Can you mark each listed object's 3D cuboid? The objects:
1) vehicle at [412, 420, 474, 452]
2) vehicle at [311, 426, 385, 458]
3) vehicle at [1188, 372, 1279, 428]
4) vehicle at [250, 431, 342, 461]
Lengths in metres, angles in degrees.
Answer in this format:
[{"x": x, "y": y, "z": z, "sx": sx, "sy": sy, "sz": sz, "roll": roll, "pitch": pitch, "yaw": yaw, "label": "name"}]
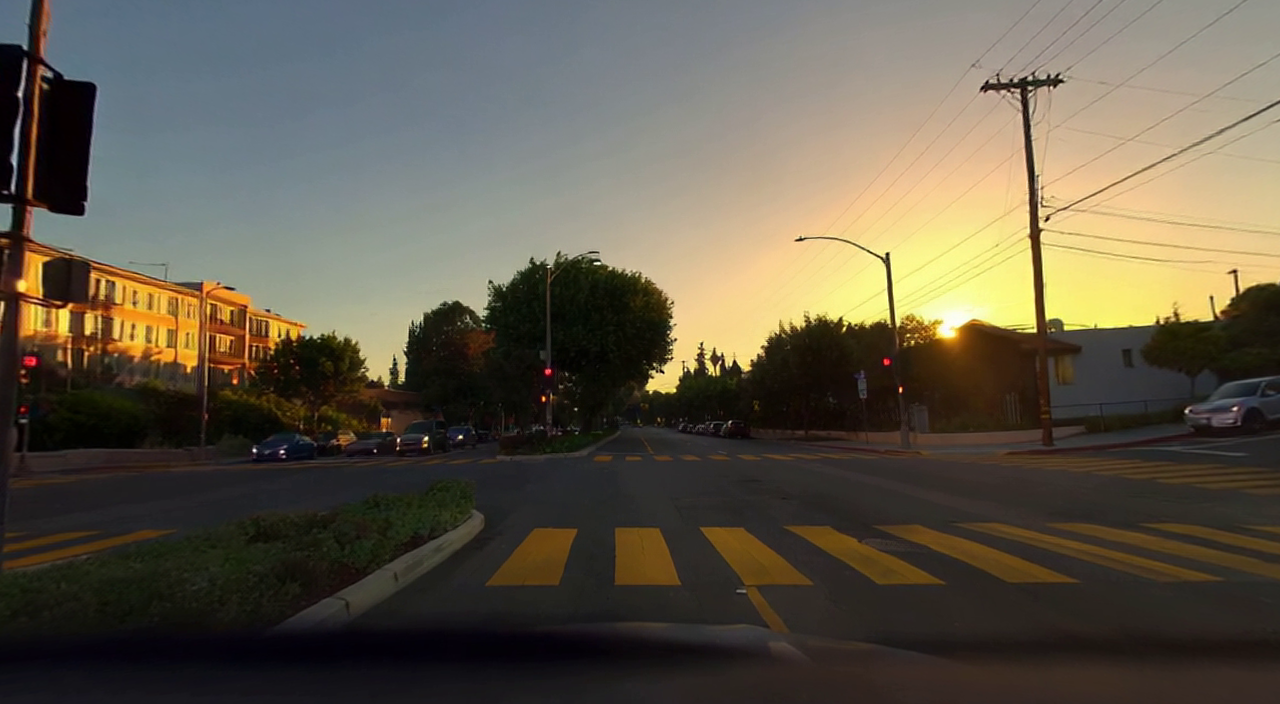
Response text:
[{"x": -11.754, "y": 5.114, "z": 38.095, "sx": 2.118, "sy": 1.809, "sz": 4.591, "roll": 0, "pitch": -8, "yaw": 2, "label": "vehicle"}, {"x": -18.259, "y": 5.677, "z": 39.848, "sx": 2.225, "sy": 1.871, "sz": 5.189, "roll": 0, "pitch": -8, "yaw": 0, "label": "vehicle"}, {"x": 22.362, "y": 1.621, "z": 22.230, "sx": 4.531, "sy": 1.753, "sz": 1.964, "roll": -2, "pitch": -2, "yaw": -5, "label": "vehicle"}, {"x": -18.058, "y": 4.973, "z": 33.517, "sx": 1.939, "sy": 1.430, "sz": 5.533, "roll": 0, "pitch": -8, "yaw": -2, "label": "vehicle"}]
